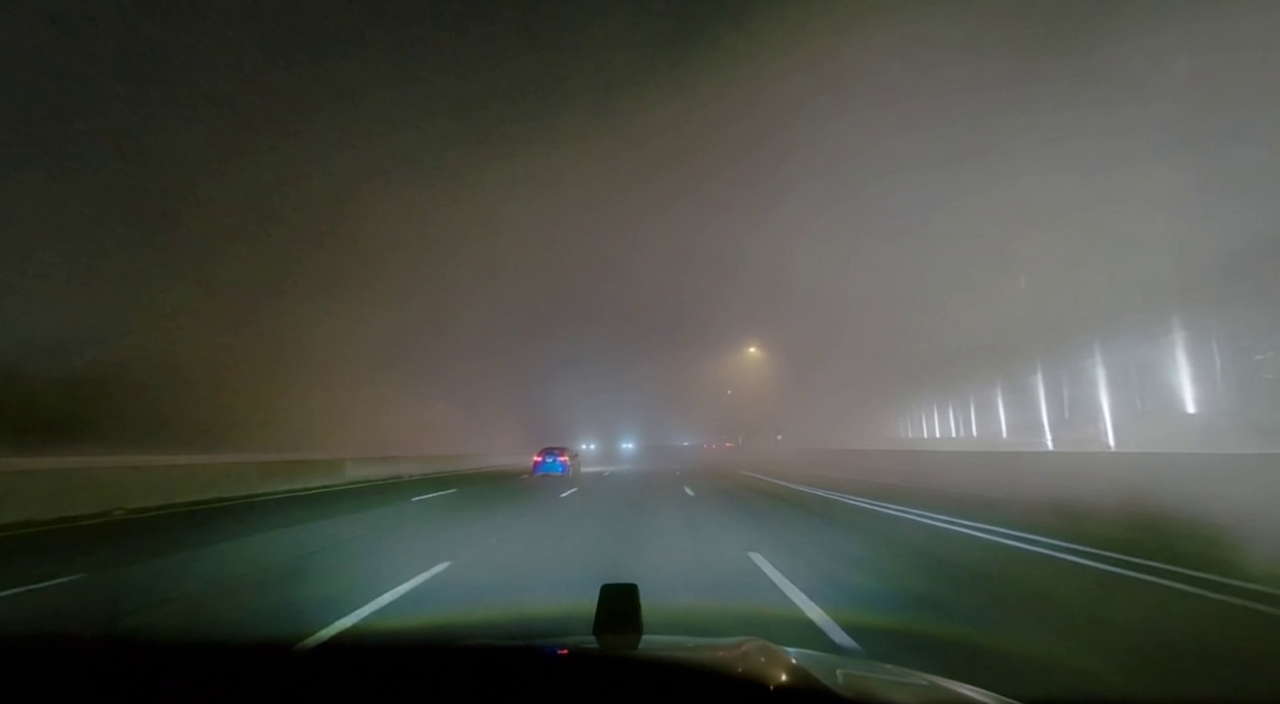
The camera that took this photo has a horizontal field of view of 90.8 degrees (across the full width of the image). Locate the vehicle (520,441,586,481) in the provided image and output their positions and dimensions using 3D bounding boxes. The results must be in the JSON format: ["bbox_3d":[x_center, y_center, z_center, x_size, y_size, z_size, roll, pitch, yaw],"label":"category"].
[{"bbox_3d":[-3.697,4.739,27.718,2.087,1.566,4.756,-1,-9,2],"label":"vehicle"}]
